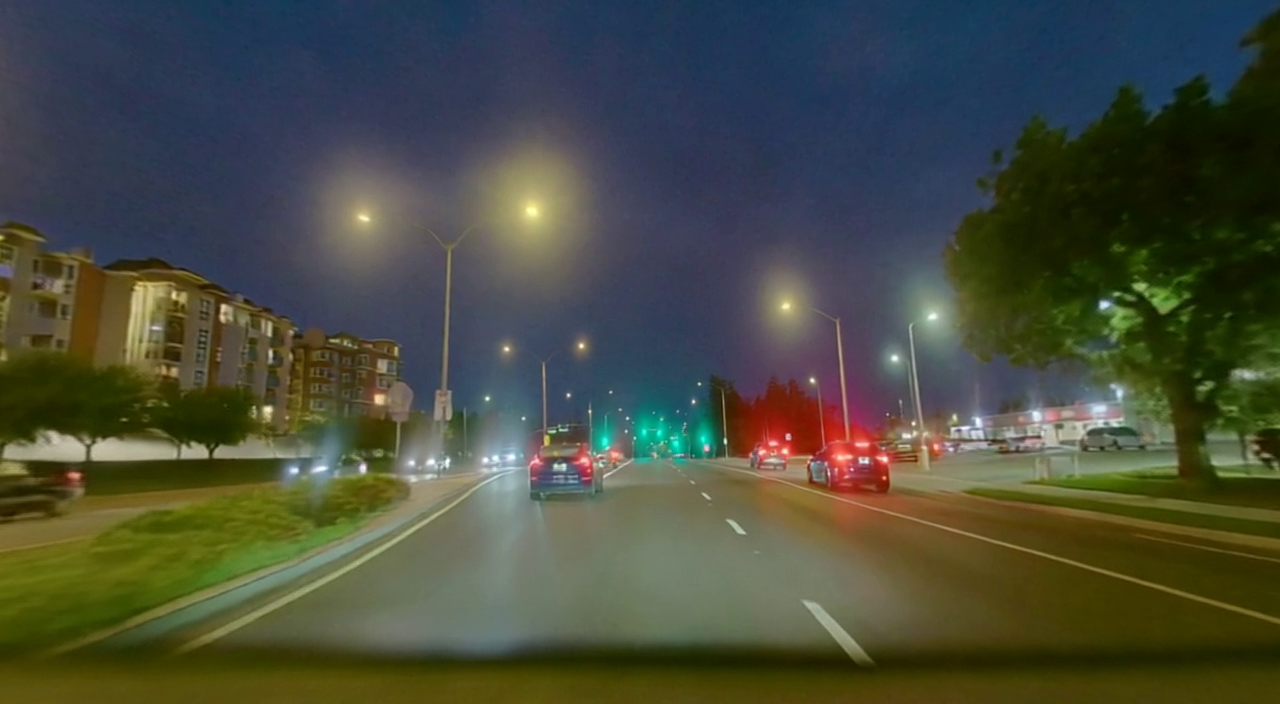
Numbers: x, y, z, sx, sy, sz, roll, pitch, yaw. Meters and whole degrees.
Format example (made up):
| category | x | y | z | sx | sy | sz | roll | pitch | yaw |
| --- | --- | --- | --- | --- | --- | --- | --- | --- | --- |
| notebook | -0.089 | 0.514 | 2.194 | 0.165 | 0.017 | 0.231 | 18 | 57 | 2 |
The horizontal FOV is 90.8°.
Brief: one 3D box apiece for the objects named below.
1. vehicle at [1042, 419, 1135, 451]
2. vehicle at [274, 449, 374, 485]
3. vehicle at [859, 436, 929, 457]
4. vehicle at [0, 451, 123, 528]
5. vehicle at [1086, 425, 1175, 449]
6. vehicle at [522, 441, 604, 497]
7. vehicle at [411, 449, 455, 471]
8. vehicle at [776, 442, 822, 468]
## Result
| category | x | y | z | sx | sy | sz | roll | pitch | yaw |
| --- | --- | --- | --- | --- | --- | --- | --- | --- | --- |
| vehicle | 33.791 | 6.296 | 47.689 | 5.156 | 2.086 | 2.144 | -3 | -10 | 2 |
| vehicle | -14.269 | 5.179 | 28.896 | 2.149 | 1.468 | 4.707 | 0 | -9 | 0 |
| vehicle | 18.929 | 7.083 | 47.233 | 4.416 | 1.519 | 1.988 | -1 | -9 | 3 |
| vehicle | -13.539 | 2.820 | 13.099 | 1.882 | 1.475 | 4.522 | 0 | -9 | -1 |
| vehicle | 34.381 | 5.979 | 44.348 | 4.531 | 1.596 | 1.929 | -1 | -9 | 2 |
| vehicle | -2.188 | 3.440 | 18.987 | 2.144 | 1.447 | 4.421 | 0 | -9 | -4 |
| vehicle | -14.245 | 7.448 | 43.645 | 1.808 | 1.444 | 3.609 | 0 | -9 | 0 |
| vehicle | 10.826 | 7.009 | 43.311 | 1.975 | 1.677 | 4.400 | 0 | -9 | -1 |
